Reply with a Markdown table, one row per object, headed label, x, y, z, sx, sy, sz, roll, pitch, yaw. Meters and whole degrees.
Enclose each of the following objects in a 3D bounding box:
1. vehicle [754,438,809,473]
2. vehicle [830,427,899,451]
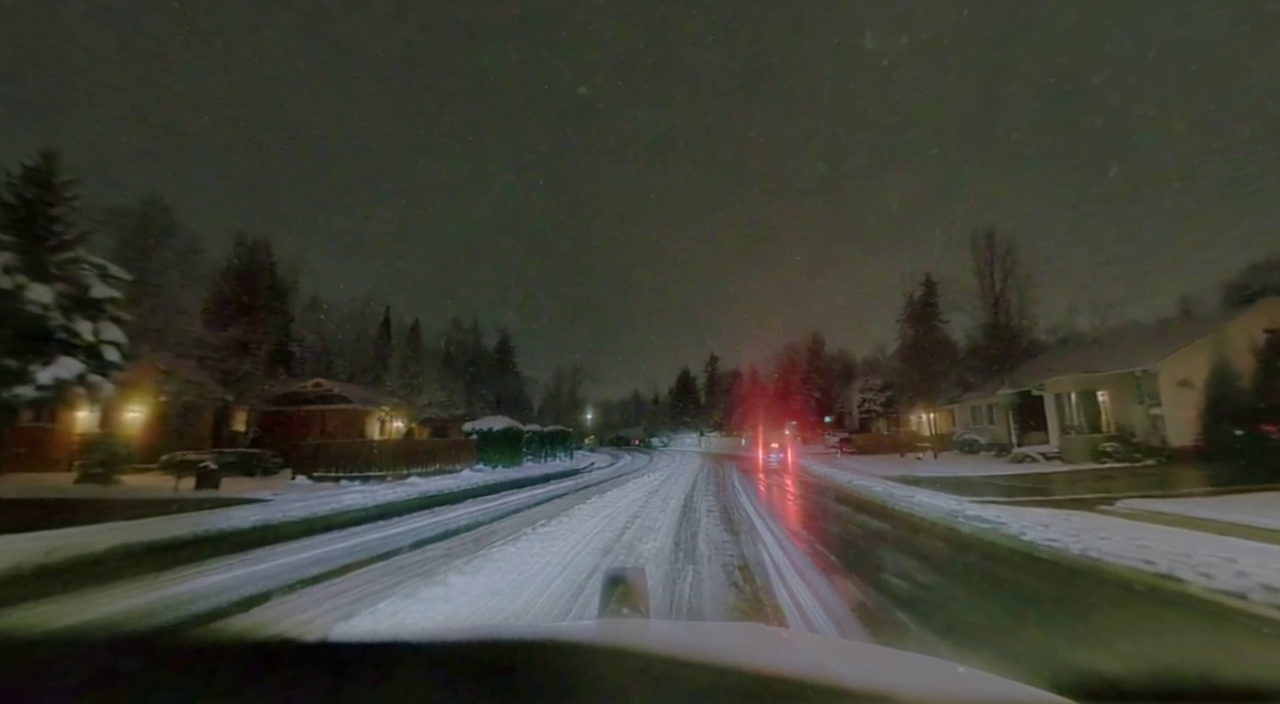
| label | x | y | z | sx | sy | sz | roll | pitch | yaw |
| --- | --- | --- | --- | --- | --- | --- | --- | --- | --- |
| vehicle | 6.642 | 4.901 | 30.015 | 2.129 | 1.490 | 4.369 | -1 | -9 | 7 |
| vehicle | 16.646 | 6.467 | 46.820 | 4.403 | 1.662 | 1.882 | 0 | -8 | -1 |
